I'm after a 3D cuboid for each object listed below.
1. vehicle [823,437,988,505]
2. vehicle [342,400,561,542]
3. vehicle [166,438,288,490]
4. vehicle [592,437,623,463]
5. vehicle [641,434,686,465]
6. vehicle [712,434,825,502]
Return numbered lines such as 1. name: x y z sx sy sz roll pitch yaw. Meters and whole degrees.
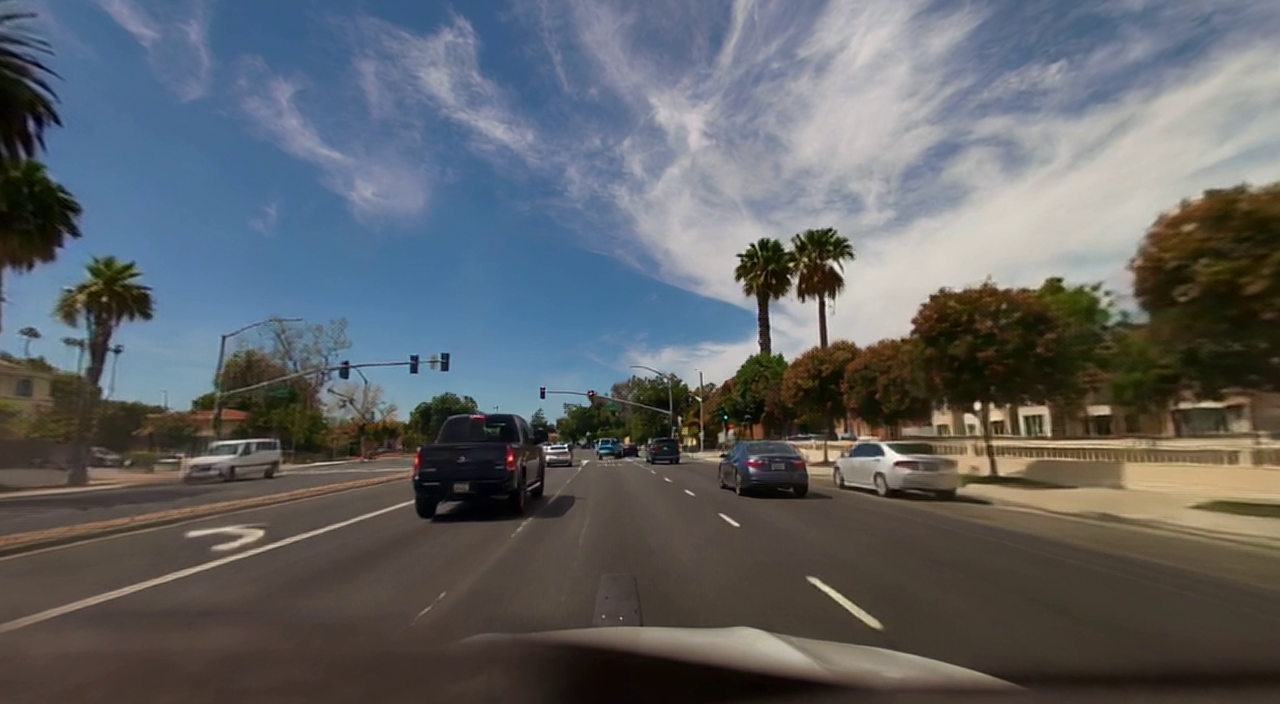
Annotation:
1. vehicle: 6.561 2.960 16.320 1.989 1.459 4.700 0 -8 -3
2. vehicle: -3.015 2.117 12.033 2.354 1.948 6.355 0 -8 -1
3. vehicle: -17.725 4.773 27.547 2.292 1.990 5.714 1 -8 -10
4. vehicle: -2.515 7.451 48.248 2.164 1.867 4.254 0 -8 -6
5. vehicle: 1.517 6.653 43.453 2.391 1.960 5.600 0 -8 -5
6. vehicle: 3.138 2.913 16.333 1.870 1.491 4.009 0 -8 -3
